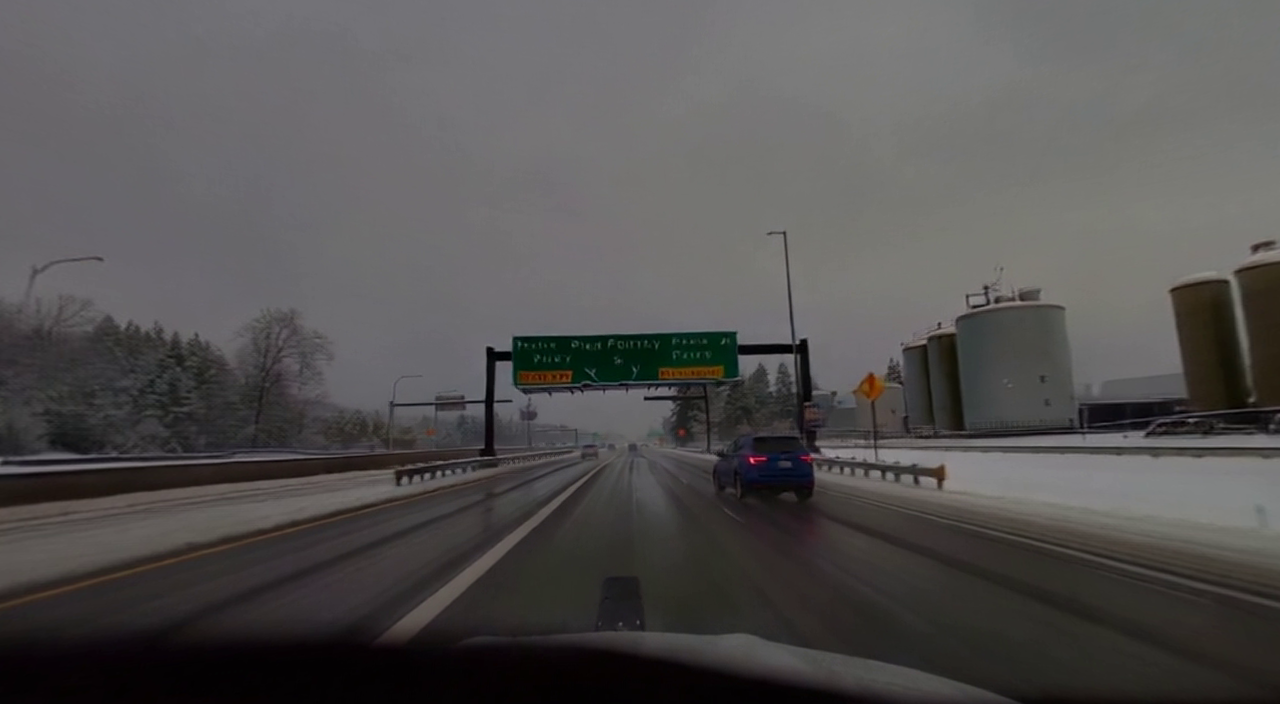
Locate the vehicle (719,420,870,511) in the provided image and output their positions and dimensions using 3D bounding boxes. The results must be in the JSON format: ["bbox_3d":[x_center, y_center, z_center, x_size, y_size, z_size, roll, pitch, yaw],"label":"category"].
[{"bbox_3d":[3.409,2.654,15.163,2.296,1.790,5.067,0,-9,0],"label":"vehicle"}]

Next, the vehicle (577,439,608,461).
[{"bbox_3d":[-3.676,7.677,49.369,2.012,1.571,4.232,0,-9,0],"label":"vehicle"}]
